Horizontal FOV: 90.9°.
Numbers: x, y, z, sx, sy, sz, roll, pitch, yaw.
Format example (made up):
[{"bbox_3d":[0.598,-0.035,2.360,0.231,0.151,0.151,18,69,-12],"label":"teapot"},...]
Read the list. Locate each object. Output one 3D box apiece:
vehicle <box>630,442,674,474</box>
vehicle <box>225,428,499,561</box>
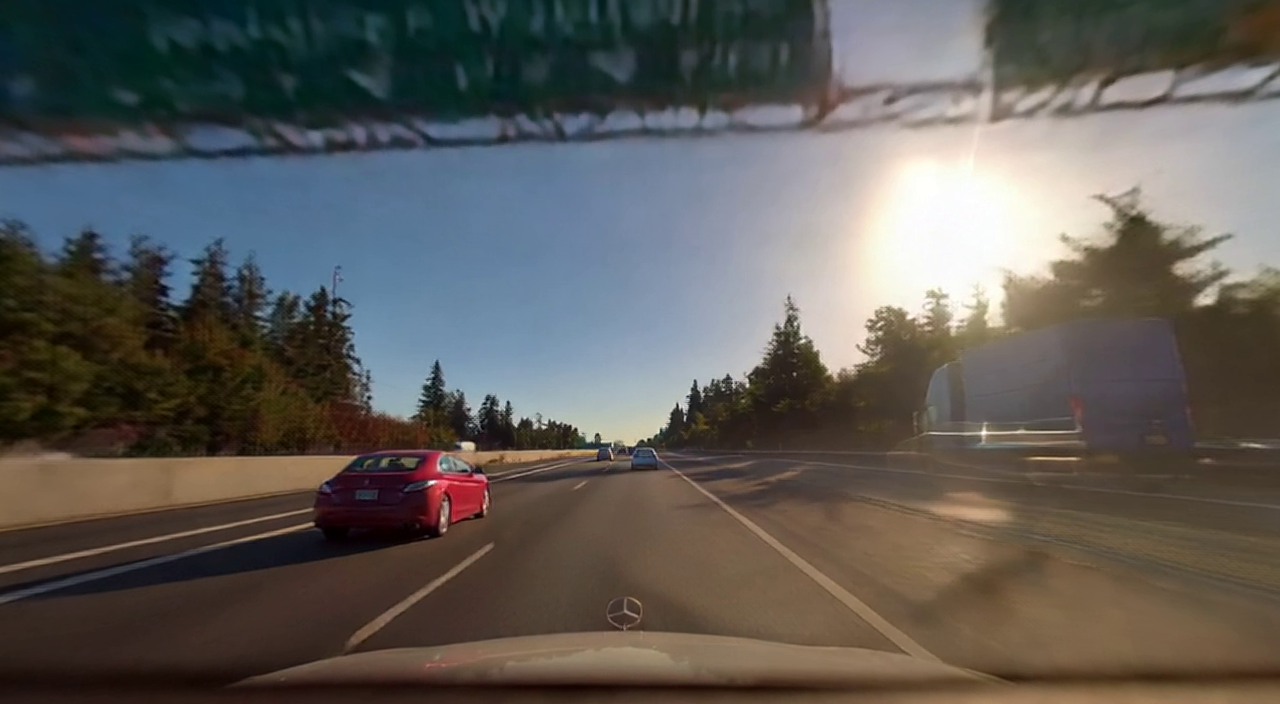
[{"bbox_3d":[0.558,5.131,30.599,2.002,1.449,3.612,0,-9,0],"label":"vehicle"},{"bbox_3d":[-3.600,1.921,9.208,2.062,1.474,4.151,0,-9,0],"label":"vehicle"}]
